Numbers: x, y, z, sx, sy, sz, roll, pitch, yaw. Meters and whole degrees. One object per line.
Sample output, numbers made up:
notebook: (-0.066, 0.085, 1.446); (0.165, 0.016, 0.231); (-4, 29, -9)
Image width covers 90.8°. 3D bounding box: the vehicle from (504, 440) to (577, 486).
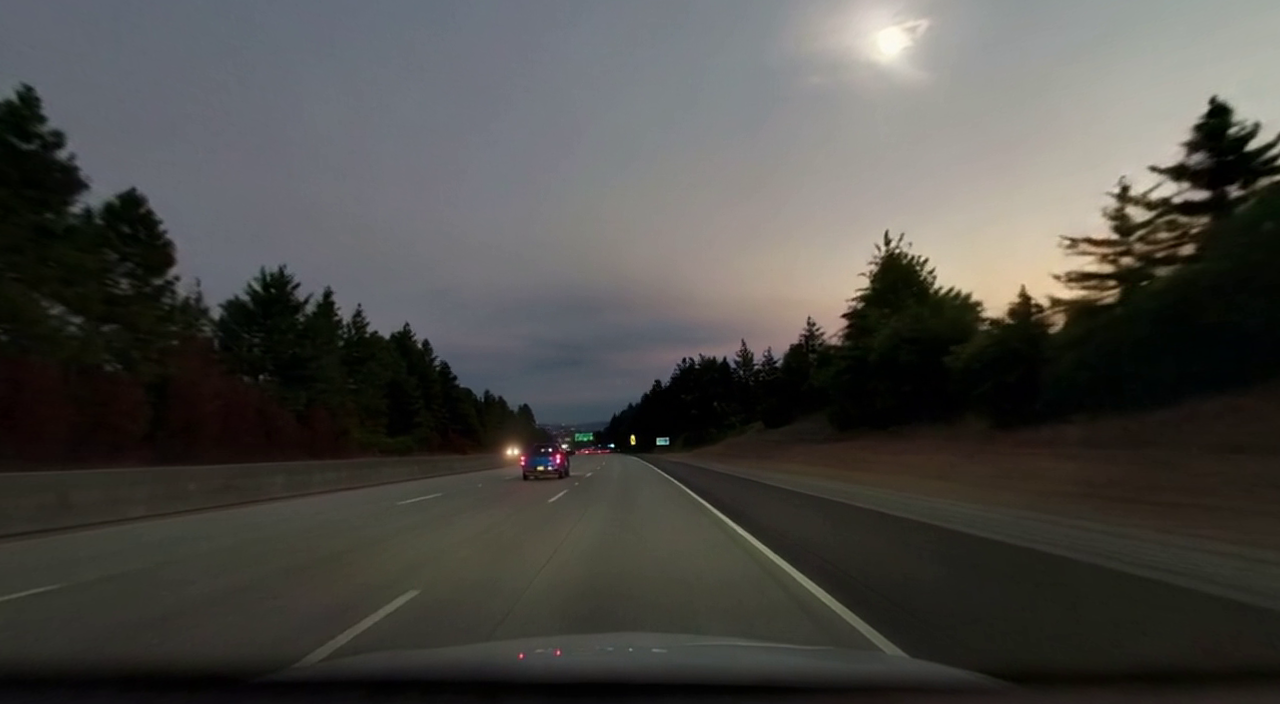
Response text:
vehicle: (-3.990, 4.563, 26.208); (2.279, 1.683, 4.726); (0, -9, -1)
